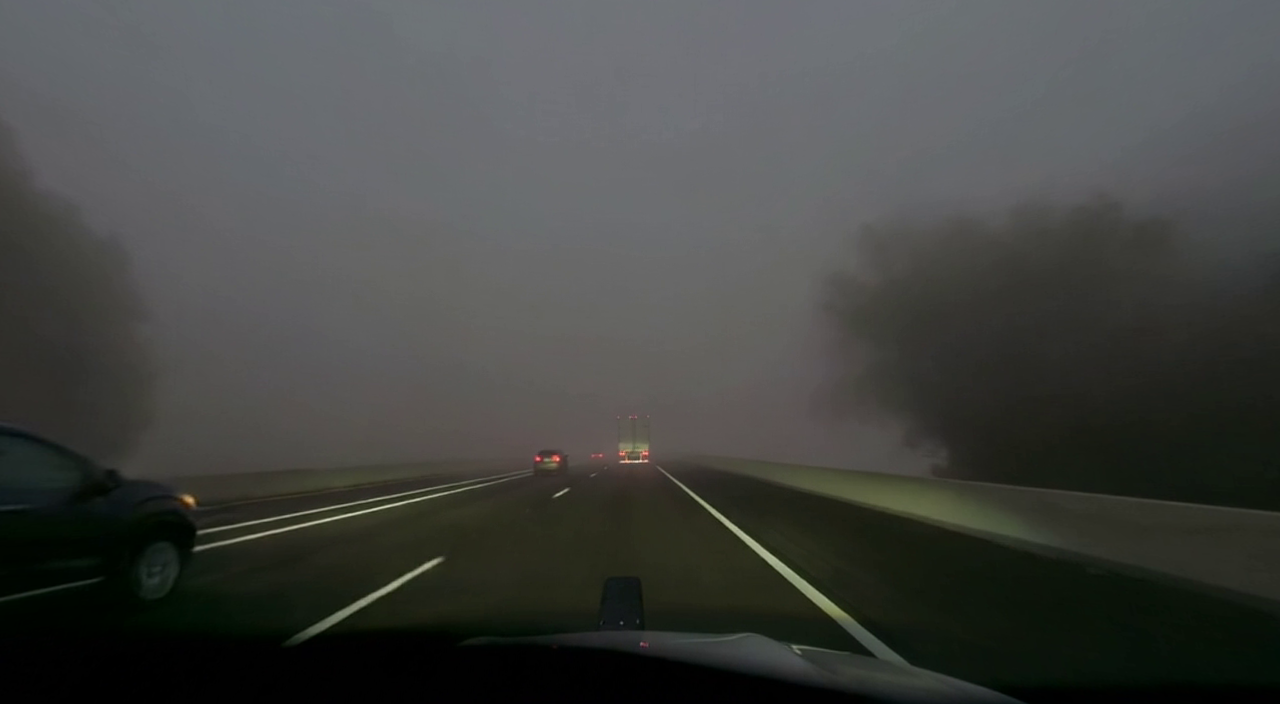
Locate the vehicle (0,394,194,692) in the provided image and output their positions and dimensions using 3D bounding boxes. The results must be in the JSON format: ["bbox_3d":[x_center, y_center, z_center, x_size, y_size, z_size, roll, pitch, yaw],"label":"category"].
[{"bbox_3d":[-4.523,0.949,2.779,1.991,1.618,4.211,0,-9,0],"label":"vehicle"}]

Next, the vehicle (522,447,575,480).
[{"bbox_3d":[-4.449,5.460,31.141,1.978,1.507,4.062,0,-9,0],"label":"vehicle"}]
